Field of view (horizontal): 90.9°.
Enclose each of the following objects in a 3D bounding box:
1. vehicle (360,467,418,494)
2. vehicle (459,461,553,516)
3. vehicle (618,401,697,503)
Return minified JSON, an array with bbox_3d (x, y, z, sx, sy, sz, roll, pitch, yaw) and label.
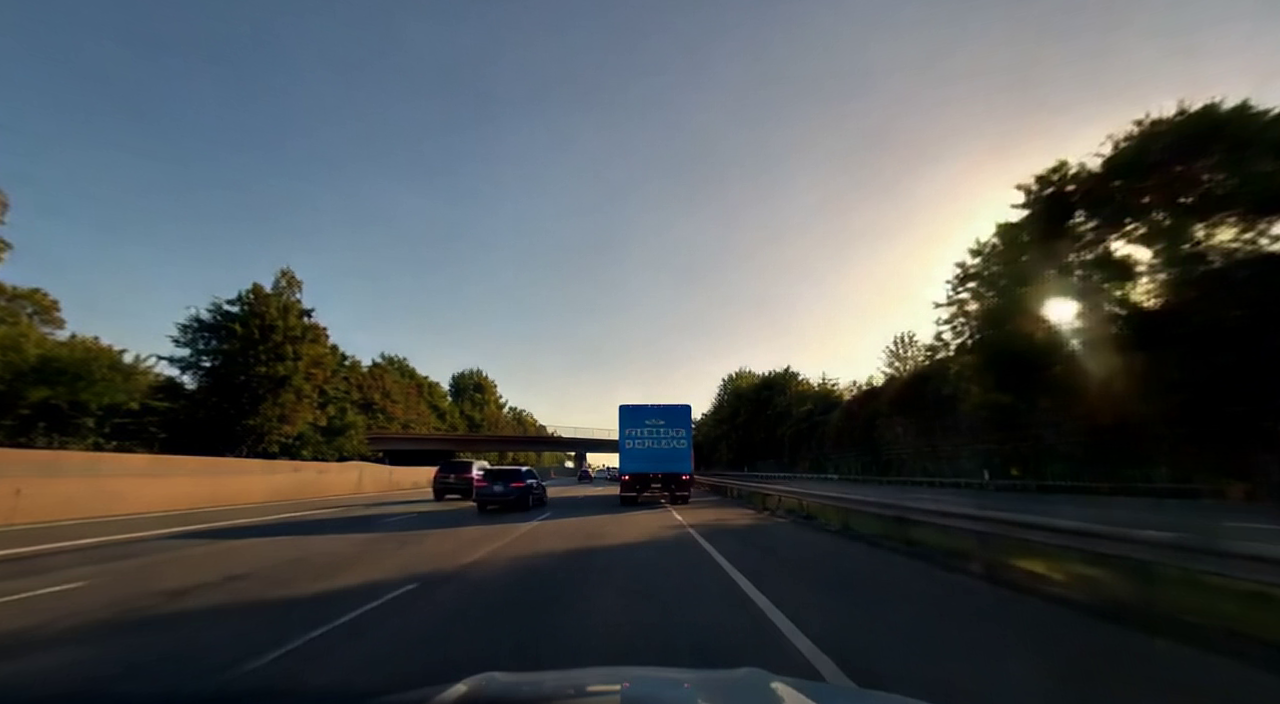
[{"bbox_3d":[-16.449,8.439,41.524,1.949,1.627,4.472,1,-10,0],"label":"vehicle"},{"bbox_3d":[-4.143,4.310,20.268,1.978,1.516,4.617,1,-10,0],"label":"vehicle"},{"bbox_3d":[0.536,4.650,28.687,2.980,3.834,9.423,1,-10,-2],"label":"vehicle"}]
